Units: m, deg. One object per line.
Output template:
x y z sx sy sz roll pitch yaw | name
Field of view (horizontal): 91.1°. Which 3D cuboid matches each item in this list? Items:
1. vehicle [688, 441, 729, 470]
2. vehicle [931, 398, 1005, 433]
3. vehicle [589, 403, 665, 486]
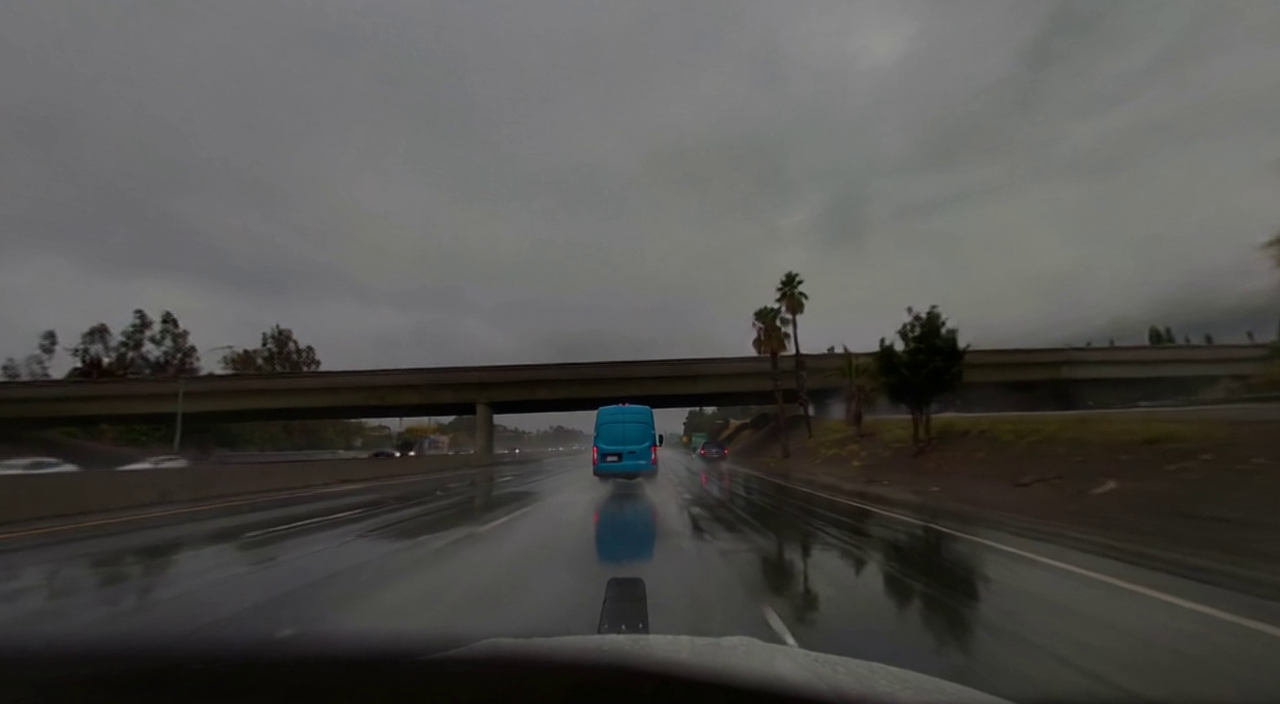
4.041 6.191 37.675 1.987 1.648 3.984 0 -9 0 | vehicle
23.396 4.642 45.126 2.445 2.240 5.659 -1 -8 3 | vehicle
-0.313 3.503 23.816 2.476 2.776 5.598 0 -9 3 | vehicle
